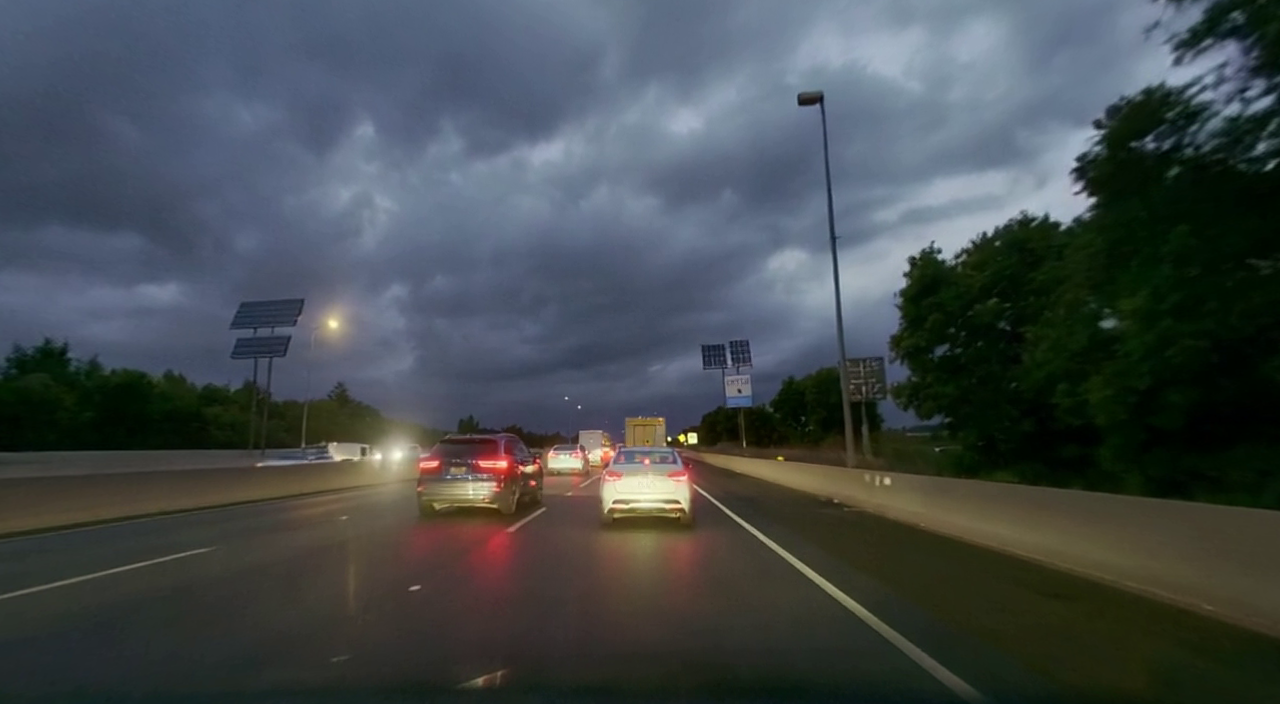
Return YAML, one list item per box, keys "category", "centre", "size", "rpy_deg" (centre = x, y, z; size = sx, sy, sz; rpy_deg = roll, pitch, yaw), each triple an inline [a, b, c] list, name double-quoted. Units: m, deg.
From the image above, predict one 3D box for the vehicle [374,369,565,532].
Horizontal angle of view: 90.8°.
- category: "vehicle"
  centre: [-3.279, 2.170, 14.103]
  size: [2.289, 2.757, 6.726]
  rpy_deg: [0, -9, 1]

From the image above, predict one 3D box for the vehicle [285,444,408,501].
- category: "vehicle"
  centre: [-8.498, 3.494, 18.660]
  size: [1.876, 1.482, 3.539]
  rpy_deg: [0, -9, 0]

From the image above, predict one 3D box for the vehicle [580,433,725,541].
- category: "vehicle"
  centre: [0.161, 2.197, 10.805]
  size: [2.063, 1.507, 3.488]
  rpy_deg: [0, -9, 0]
